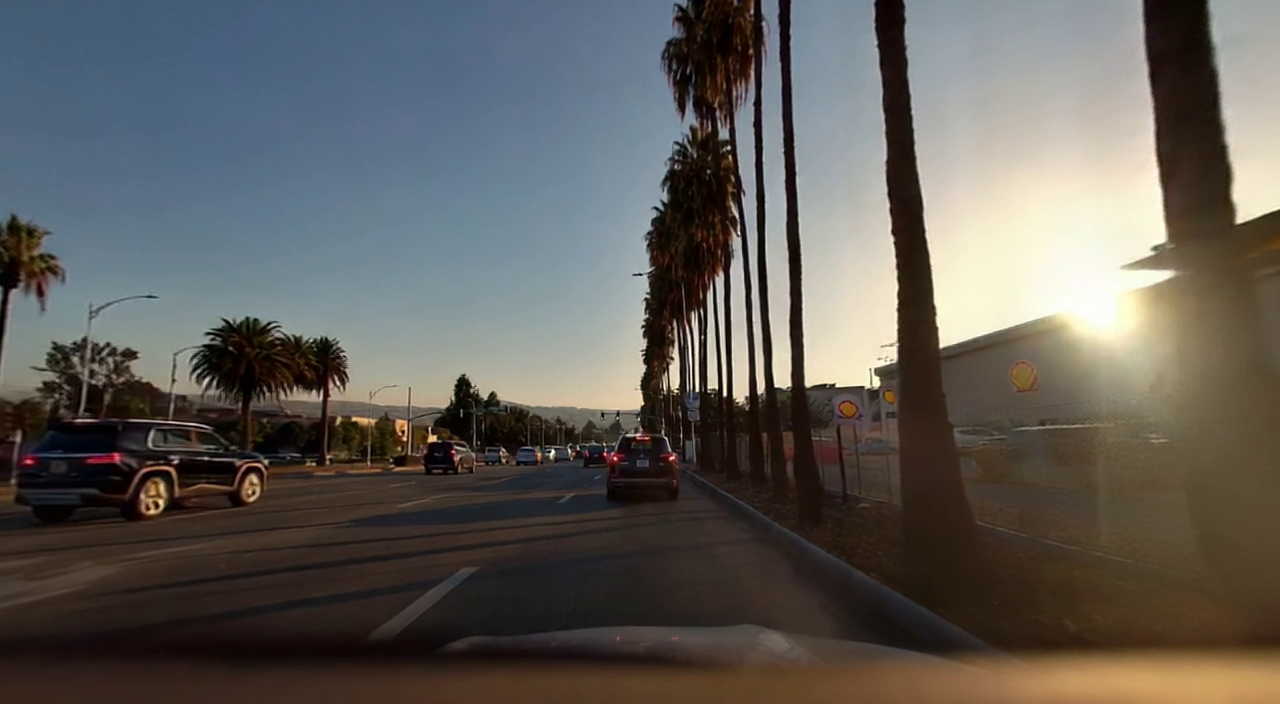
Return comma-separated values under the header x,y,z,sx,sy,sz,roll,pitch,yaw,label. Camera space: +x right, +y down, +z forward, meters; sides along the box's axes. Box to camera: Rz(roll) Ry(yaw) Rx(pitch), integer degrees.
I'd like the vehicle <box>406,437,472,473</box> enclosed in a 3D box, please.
x,y,z,sx,sy,sz,roll,pitch,yaw,label
-10.550,5.423,33.279,1.965,1.743,4.327,0,-9,1,vehicle

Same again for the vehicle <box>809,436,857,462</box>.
x,y,z,sx,sy,sz,roll,pitch,yaw,label
12.026,6.055,39.326,1.681,1.503,3.781,0,-8,-2,vehicle

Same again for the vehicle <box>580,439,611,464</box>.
x,y,z,sx,sy,sz,roll,pitch,yaw,label
-3.408,7.801,49.382,2.077,1.832,4.706,0,-9,0,vehicle

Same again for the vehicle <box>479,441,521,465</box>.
x,y,z,sx,sy,sz,roll,pitch,yaw,label
-10.492,7.581,47.308,1.998,1.731,4.952,0,-9,0,vehicle

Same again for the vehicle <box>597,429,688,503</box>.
x,y,z,sx,sy,sz,roll,pitch,yaw,label
0.100,2.963,16.707,2.121,1.710,3.893,0,-9,1,vehicle

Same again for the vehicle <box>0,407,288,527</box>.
x,y,z,sx,sy,sz,roll,pitch,yaw,label
-9.956,2.270,12.924,2.269,1.934,5.350,0,-9,0,vehicle

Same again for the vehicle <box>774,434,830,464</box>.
x,y,z,sx,sy,sz,roll,pitch,yaw,label
8.283,4.938,31.953,1.837,1.416,3.947,-4,-10,28,vehicle
